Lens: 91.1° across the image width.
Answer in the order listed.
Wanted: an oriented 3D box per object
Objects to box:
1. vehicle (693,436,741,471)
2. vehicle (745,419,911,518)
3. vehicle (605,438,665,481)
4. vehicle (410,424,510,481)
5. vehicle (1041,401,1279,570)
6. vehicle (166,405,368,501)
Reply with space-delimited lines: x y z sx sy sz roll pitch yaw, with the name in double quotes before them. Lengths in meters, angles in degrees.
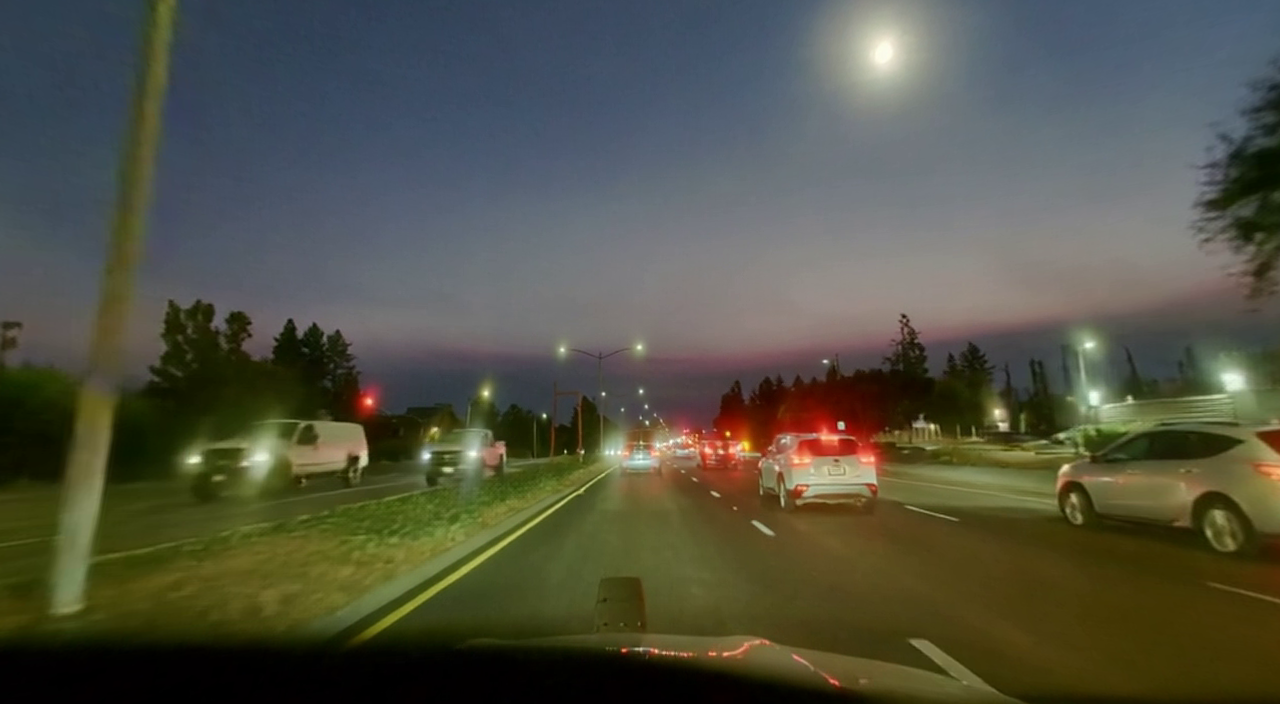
"vehicle" 4.042 5.419 33.611 1.982 1.709 4.427 0 -9 0
"vehicle" 3.661 2.388 13.216 2.130 1.718 4.310 0 -9 0
"vehicle" -0.138 4.099 24.125 2.111 1.506 4.018 0 -9 1
"vehicle" -7.608 4.360 27.313 2.469 2.200 5.517 0 -9 3
"vehicle" 7.587 1.626 8.029 2.008 1.714 4.407 0 -9 1
"vehicle" -11.174 3.132 19.587 2.585 2.507 5.743 0 -9 2
